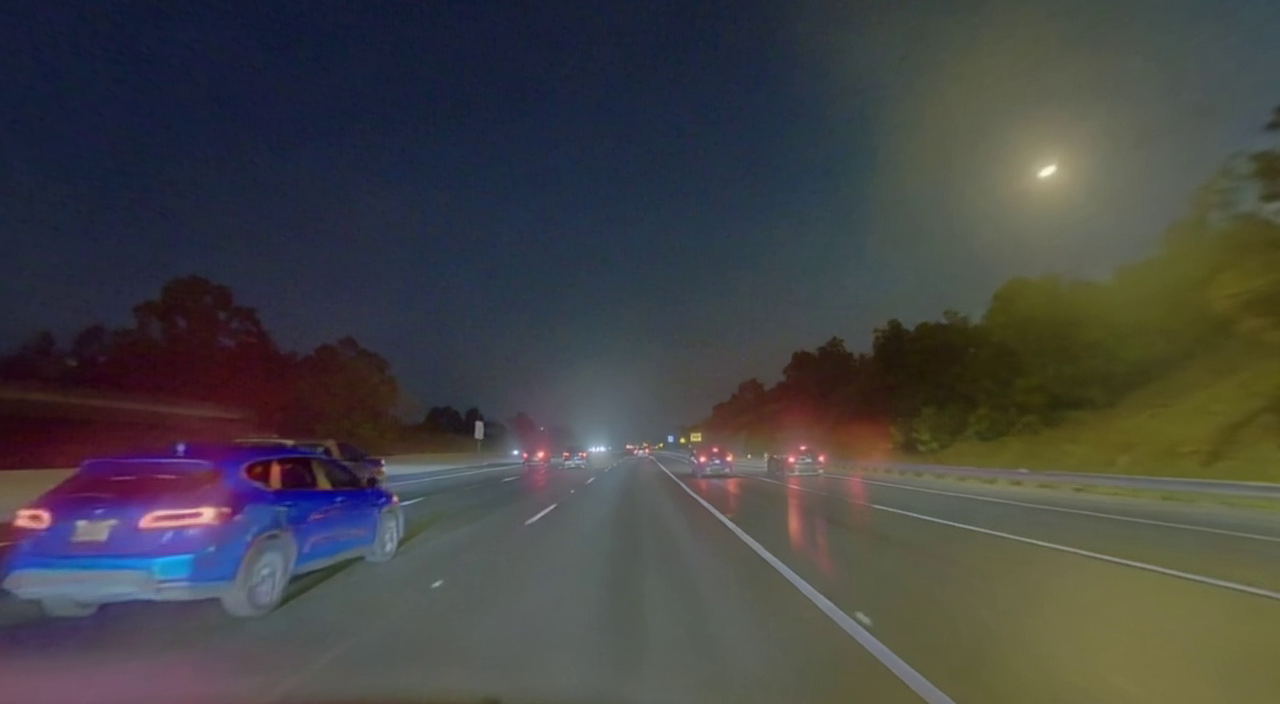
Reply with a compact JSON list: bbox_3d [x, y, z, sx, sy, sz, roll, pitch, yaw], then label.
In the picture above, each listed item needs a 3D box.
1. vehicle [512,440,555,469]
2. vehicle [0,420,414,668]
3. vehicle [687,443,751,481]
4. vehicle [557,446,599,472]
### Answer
[{"bbox_3d":[-6.996,6.789,41.836,2.111,1.811,4.391,0,-9,0],"label":"vehicle"},{"bbox_3d":[-4.038,1.524,6.140,1.988,1.506,4.416,0,-9,0],"label":"vehicle"},{"bbox_3d":[3.293,4.713,27.233,2.141,1.507,4.510,0,-9,-1],"label":"vehicle"},{"bbox_3d":[-3.707,6.444,38.150,2.071,1.478,4.130,0,-9,1],"label":"vehicle"}]
